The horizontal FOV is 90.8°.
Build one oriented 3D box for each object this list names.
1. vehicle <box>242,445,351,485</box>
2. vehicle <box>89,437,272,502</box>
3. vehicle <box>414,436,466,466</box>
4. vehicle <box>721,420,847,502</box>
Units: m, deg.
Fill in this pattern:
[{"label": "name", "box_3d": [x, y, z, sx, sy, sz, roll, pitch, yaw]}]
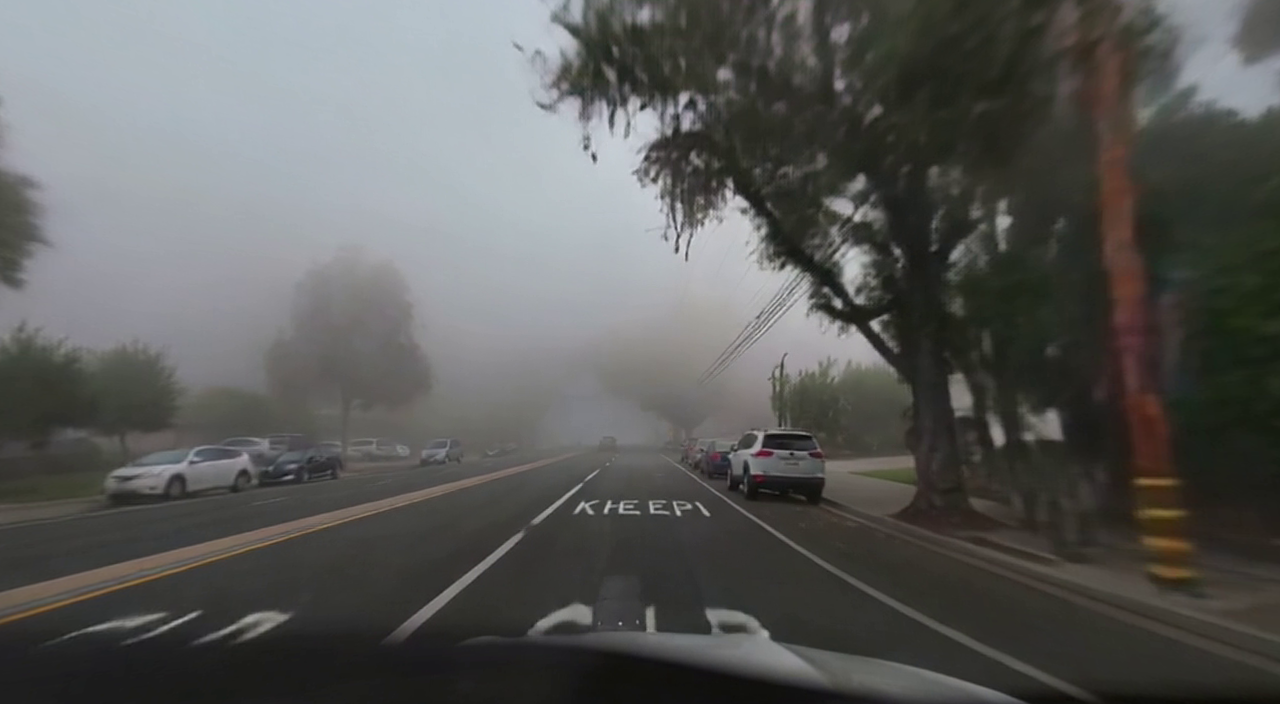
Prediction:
[{"label": "vehicle", "box_3d": [-13.927, 4.578, 25.983, 1.887, 1.490, 4.656, 0, -9, 0]}, {"label": "vehicle", "box_3d": [-13.970, 3.585, 19.713, 1.913, 1.745, 4.992, 0, -9, 1]}, {"label": "vehicle", "box_3d": [-13.786, 6.809, 43.808, 2.137, 1.852, 4.541, -2, -8, 0]}, {"label": "vehicle", "box_3d": [3.414, 2.701, 15.987, 2.045, 1.746, 4.564, 0, -9, -1]}]
